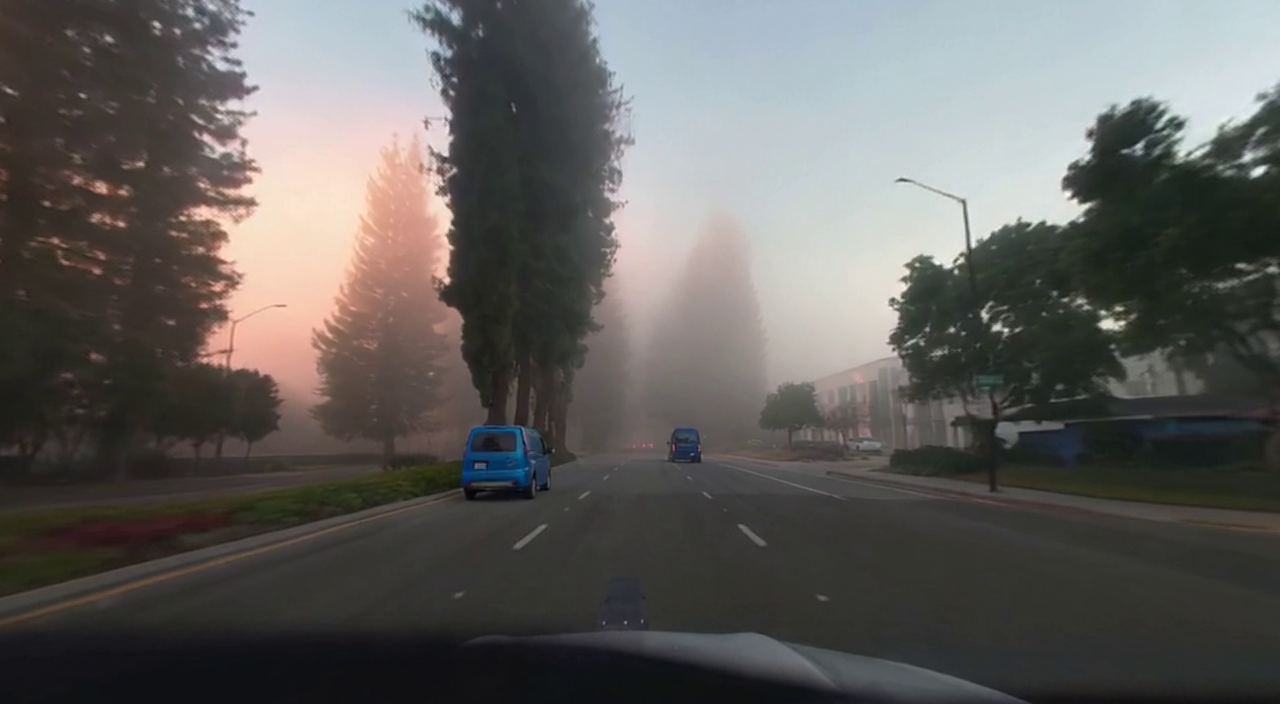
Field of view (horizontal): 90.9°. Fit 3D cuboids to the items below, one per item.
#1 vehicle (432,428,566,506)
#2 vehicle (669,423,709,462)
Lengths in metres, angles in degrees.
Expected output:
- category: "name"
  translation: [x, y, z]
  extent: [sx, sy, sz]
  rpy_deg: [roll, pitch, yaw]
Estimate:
- category: "vehicle"
  translation: [-3.192, 2.715, 15.368]
  extent: [2.129, 1.602, 4.532]
  rpy_deg: [0, -8, 1]
- category: "vehicle"
  translation: [3.556, 6.748, 46.967]
  extent: [2.349, 2.671, 5.744]
  rpy_deg: [0, -8, -1]
